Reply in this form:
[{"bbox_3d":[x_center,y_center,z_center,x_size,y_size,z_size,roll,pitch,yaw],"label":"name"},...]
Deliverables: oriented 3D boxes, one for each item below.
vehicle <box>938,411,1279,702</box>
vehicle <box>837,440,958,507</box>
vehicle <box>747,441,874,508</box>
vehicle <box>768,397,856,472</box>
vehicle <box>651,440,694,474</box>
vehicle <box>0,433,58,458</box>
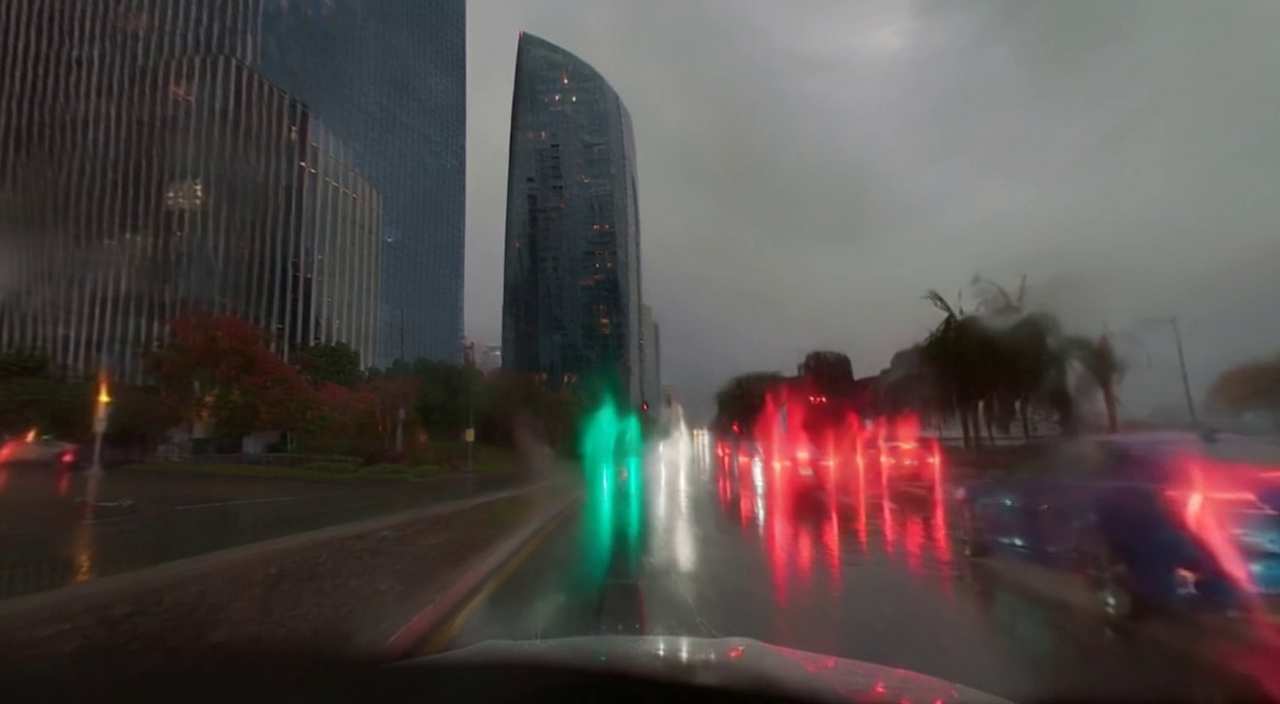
[{"bbox_3d":[4.784,1.495,5.908,2.089,1.609,4.922,-1,-9,7],"label":"vehicle"},{"bbox_3d":[6.957,3.285,17.509,1.983,1.628,3.885,-1,-9,5],"label":"vehicle"},{"bbox_3d":[4.354,3.197,16.863,2.183,1.553,3.923,0,-9,-2],"label":"vehicle"},{"bbox_3d":[9.678,5.003,37.260,3.128,3.616,13.736,-1,-9,8],"label":"vehicle"},{"bbox_3d":[1.848,5.687,34.283,2.121,1.728,4.161,-1,-9,6],"label":"vehicle"},{"bbox_3d":[-44.862,6.675,44.845,4.600,1.700,1.957,1,-9,-4],"label":"vehicle"}]
